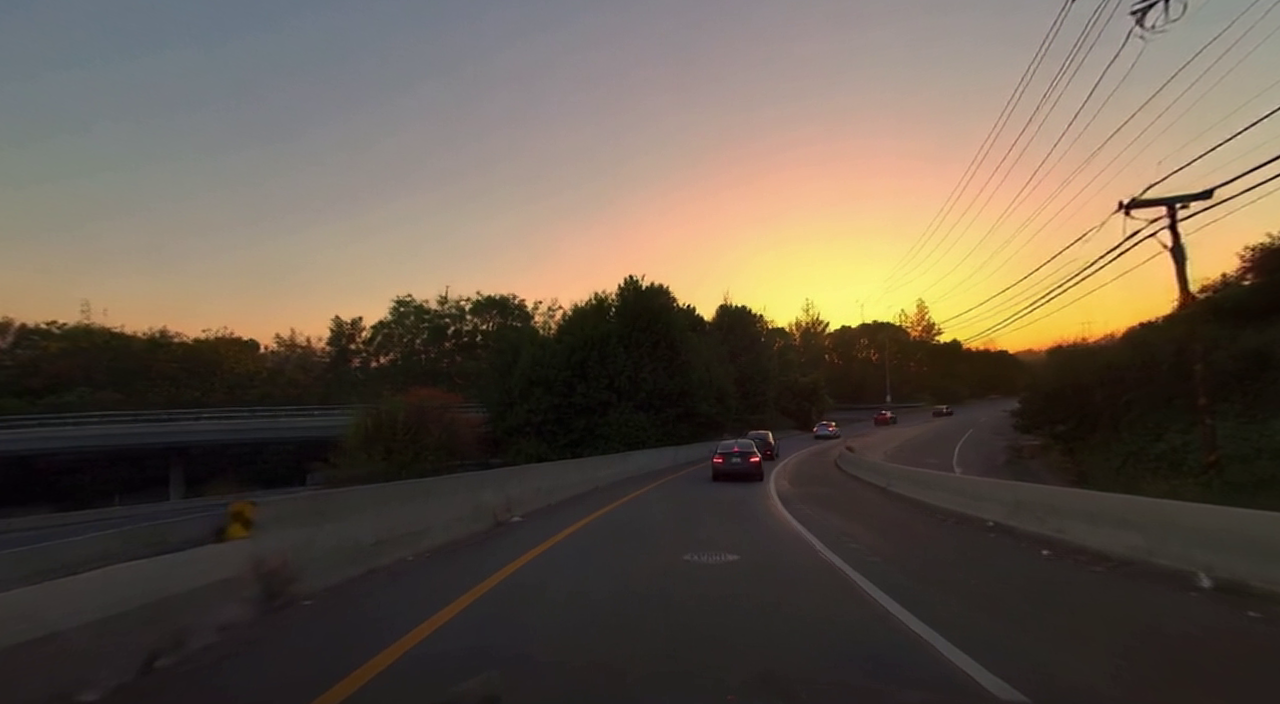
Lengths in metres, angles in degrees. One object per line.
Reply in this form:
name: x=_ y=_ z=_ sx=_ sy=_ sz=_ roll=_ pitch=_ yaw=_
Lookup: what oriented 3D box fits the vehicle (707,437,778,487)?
vehicle: x=3.450 y=3.627 z=21.146 sx=2.091 sy=1.482 sz=4.321 roll=-2 pitch=-9 yaw=10
